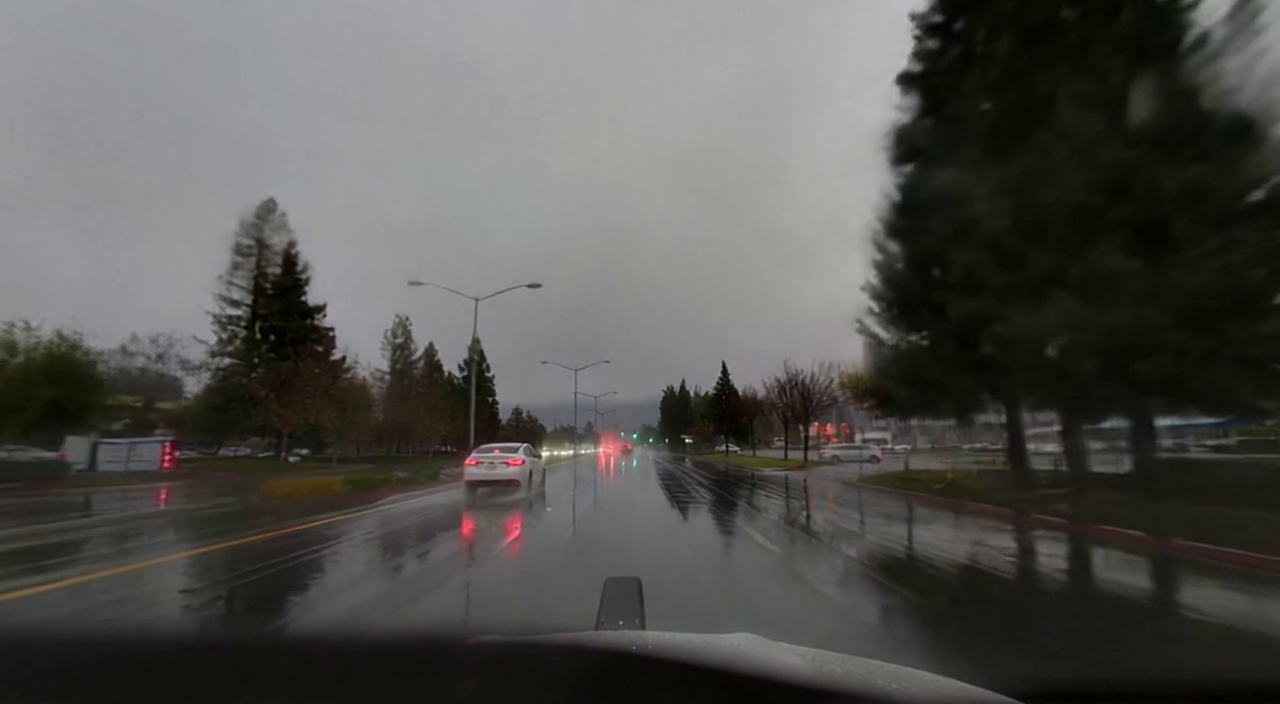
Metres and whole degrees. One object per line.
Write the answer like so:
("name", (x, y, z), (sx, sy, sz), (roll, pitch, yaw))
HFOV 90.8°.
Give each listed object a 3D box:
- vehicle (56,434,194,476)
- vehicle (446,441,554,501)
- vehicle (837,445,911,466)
("vehicle", (-34.205, 6.870, 42.125), (6.915, 2.687, 2.367), (0, -9, -1))
("vehicle", (-3.739, 3.258, 17.762), (2.003, 1.454, 4.484), (0, -9, 0))
("vehicle", (16.163, 7.181, 43.795), (4.341, 1.412, 2.035), (0, -9, -2))
